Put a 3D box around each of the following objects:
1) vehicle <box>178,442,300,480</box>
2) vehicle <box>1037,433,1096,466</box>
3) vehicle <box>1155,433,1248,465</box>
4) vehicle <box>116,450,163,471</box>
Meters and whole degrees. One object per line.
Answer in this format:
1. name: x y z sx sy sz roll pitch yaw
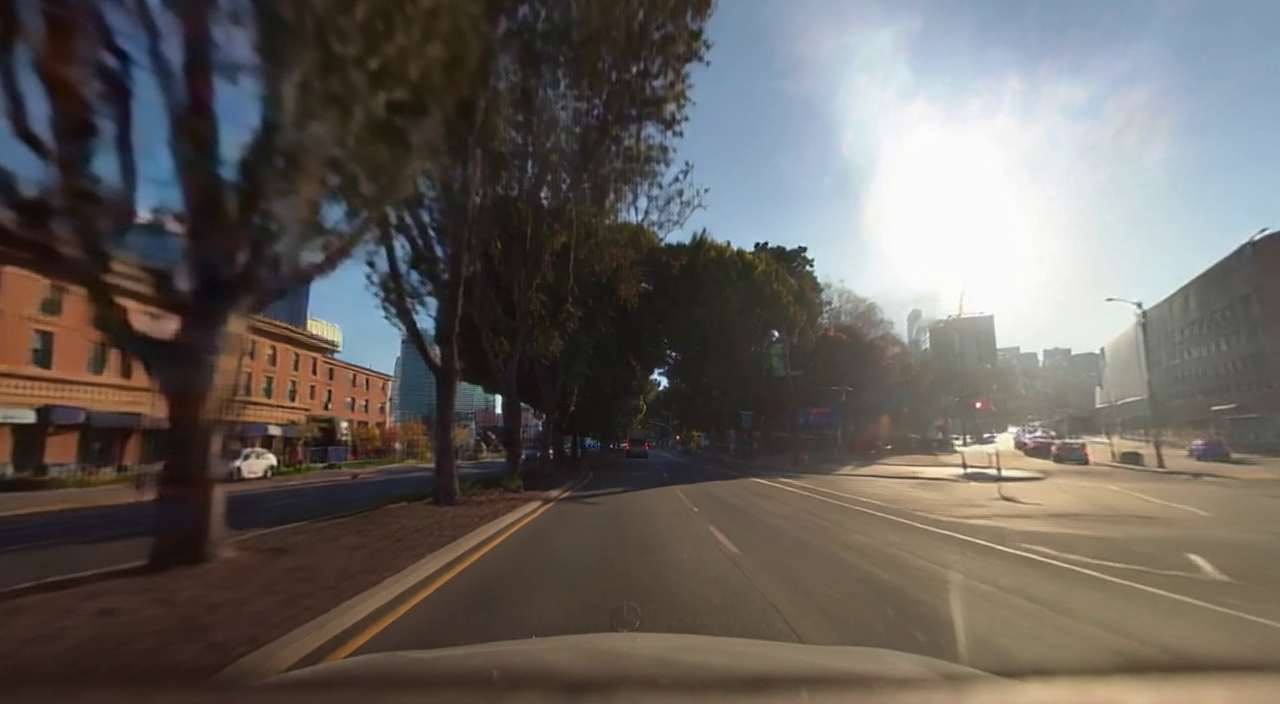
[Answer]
1. vehicle: -23.103 6.269 36.743 5.745 1.920 2.281 3 -9 -30
2. vehicle: 31.111 7.097 46.239 2.541 2.248 5.629 -4 -9 24
3. vehicle: 36.058 6.215 40.599 4.710 1.864 1.949 0 -8 -13
4. vehicle: -37.563 8.099 47.405 3.953 1.457 1.920 -7 -11 40
